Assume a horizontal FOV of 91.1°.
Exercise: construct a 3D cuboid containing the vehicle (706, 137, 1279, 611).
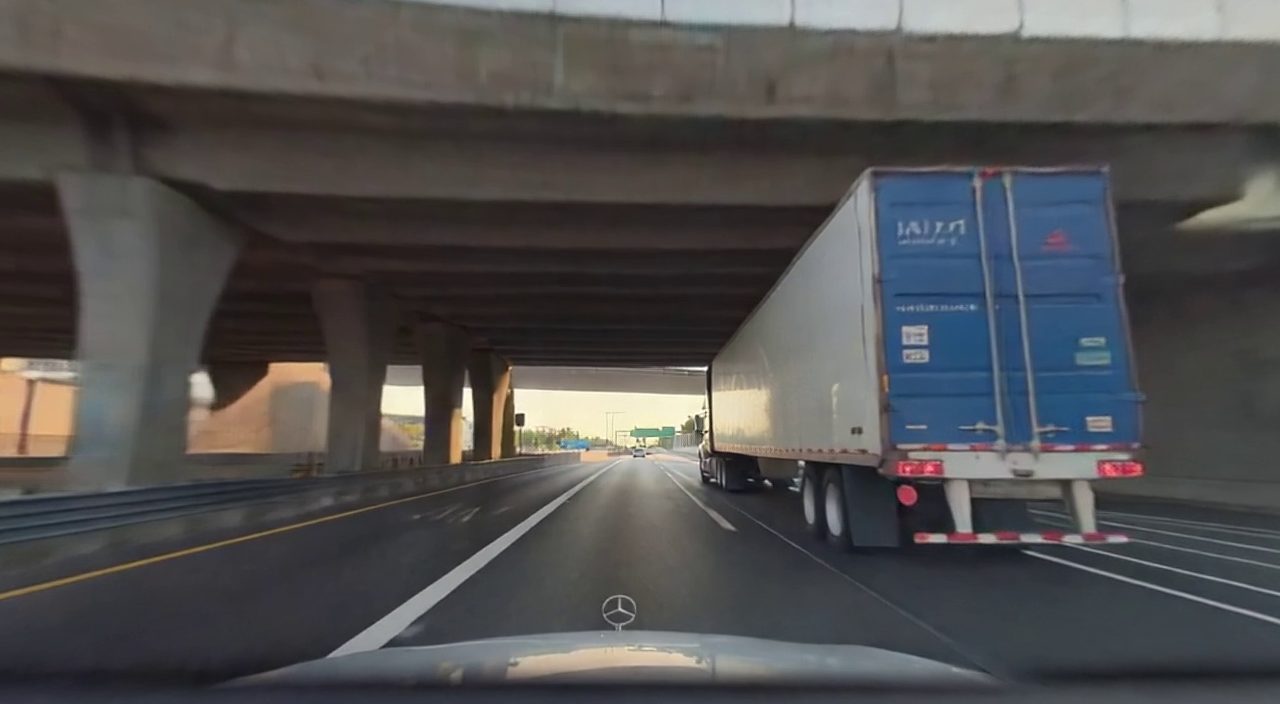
[{"bbox_3d":[3.806,1.192,12.503,3.244,4.020,14.561,0,-9,-1],"label":"vehicle"}]
